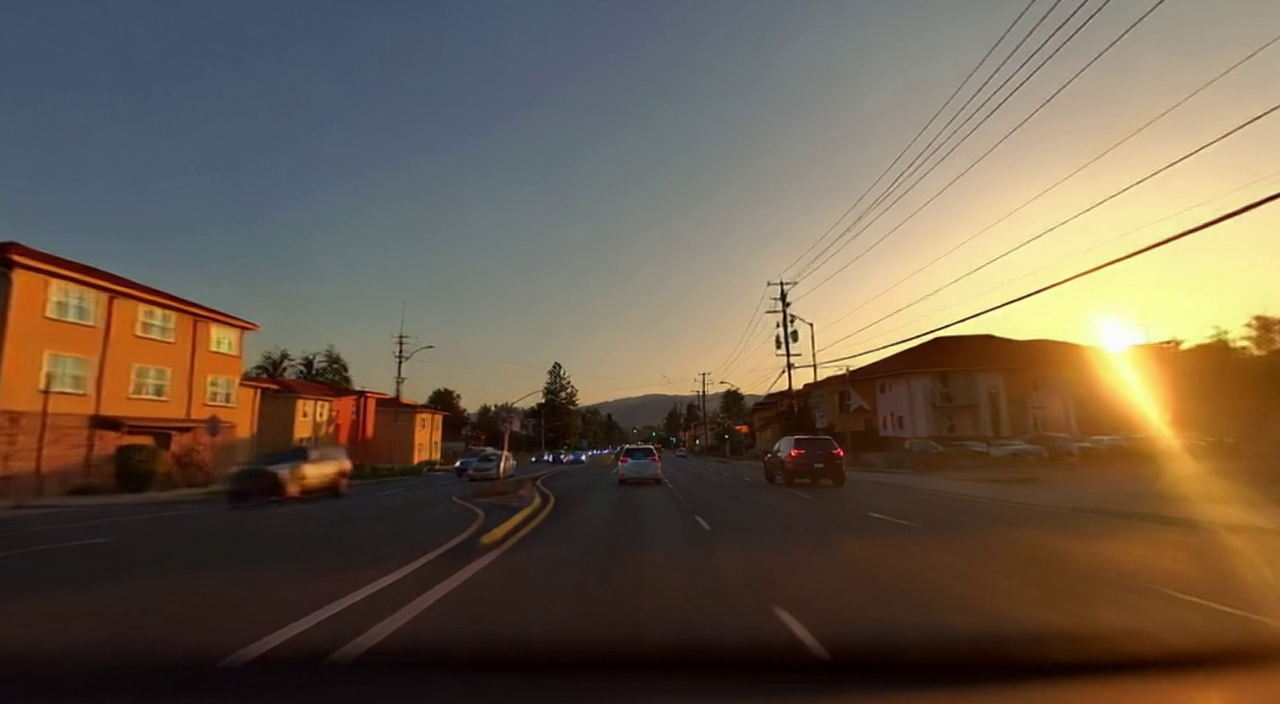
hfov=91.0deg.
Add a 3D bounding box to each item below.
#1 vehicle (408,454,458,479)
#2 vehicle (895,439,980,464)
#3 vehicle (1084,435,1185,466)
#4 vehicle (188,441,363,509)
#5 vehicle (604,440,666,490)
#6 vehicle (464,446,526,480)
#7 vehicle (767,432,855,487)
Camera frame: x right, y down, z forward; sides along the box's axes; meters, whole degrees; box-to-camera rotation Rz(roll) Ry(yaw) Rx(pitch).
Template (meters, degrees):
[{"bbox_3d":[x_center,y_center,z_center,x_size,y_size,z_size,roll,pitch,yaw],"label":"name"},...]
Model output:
[{"bbox_3d":[-14.524,8.020,44.456,1.950,1.611,4.472,0,-9,0],"label":"vehicle"},{"bbox_3d":[18.942,6.360,40.178,4.415,1.519,1.907,0,-9,1],"label":"vehicle"},{"bbox_3d":[30.426,6.076,38.851,4.557,1.635,1.935,-3,-8,-3],"label":"vehicle"},{"bbox_3d":[-11.310,3.844,20.261,2.193,1.851,5.705,0,-9,0],"label":"vehicle"},{"bbox_3d":[-0.212,4.255,23.978,2.138,1.702,4.168,0,-9,-1],"label":"vehicle"},{"bbox_3d":[-8.014,6.169,35.343,2.283,1.715,4.918,-1,-9,1],"label":"vehicle"},{"bbox_3d":[6.348,4.051,23.966,2.061,1.889,4.268,0,-9,-1],"label":"vehicle"}]
